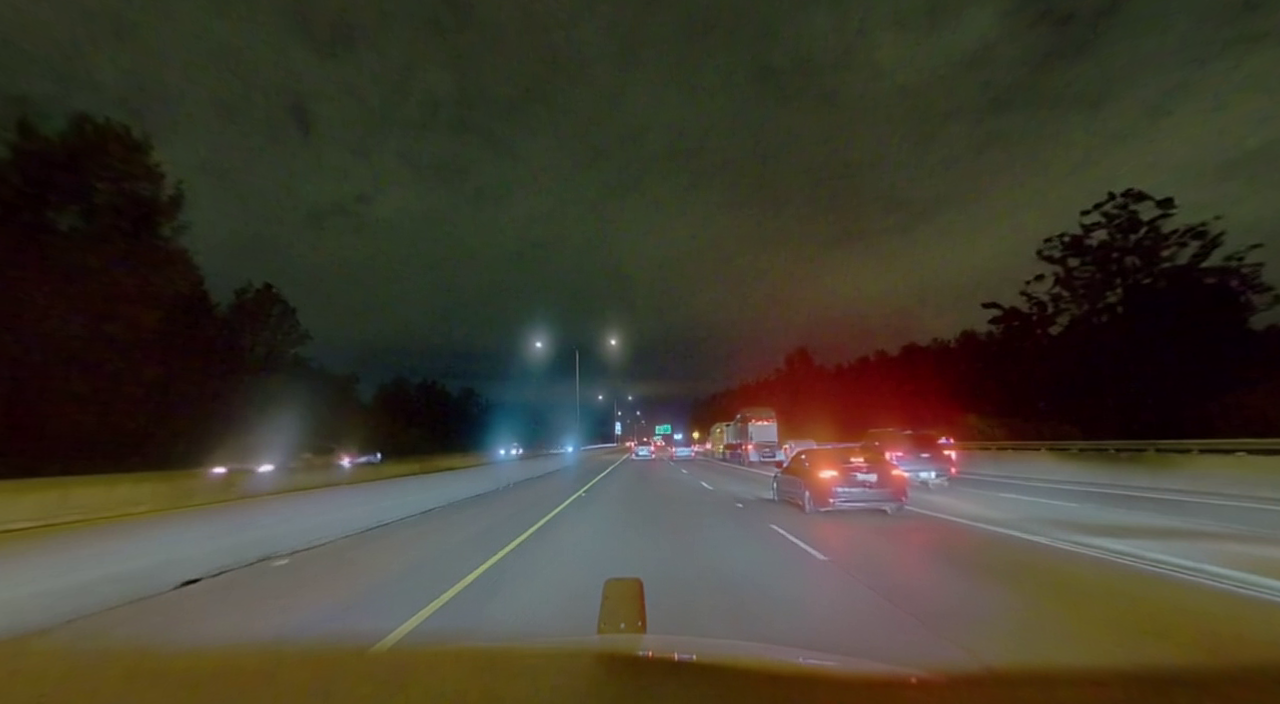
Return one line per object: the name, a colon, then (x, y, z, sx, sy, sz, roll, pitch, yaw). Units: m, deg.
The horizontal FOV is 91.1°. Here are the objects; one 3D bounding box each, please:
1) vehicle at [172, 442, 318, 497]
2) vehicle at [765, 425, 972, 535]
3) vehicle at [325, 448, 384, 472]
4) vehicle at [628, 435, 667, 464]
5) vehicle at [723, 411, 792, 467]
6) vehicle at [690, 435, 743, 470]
vehicle: (-13.471, 3.993, 21.847, 1.987, 1.671, 4.600, 0, -8, 1)
vehicle: (3.629, 2.108, 11.044, 1.888, 1.501, 4.608, 0, -8, 0)
vehicle: (-20.510, 7.765, 45.305, 1.942, 1.613, 4.648, 0, -8, 1)
vehicle: (0.465, 6.117, 39.492, 2.313, 1.736, 4.215, 0, -8, 1)
vehicle: (7.972, 6.147, 44.124, 3.049, 3.525, 9.248, 0, -8, 0)
vehicle: (3.826, 5.127, 32.197, 2.084, 1.668, 4.511, 0, -8, -1)
